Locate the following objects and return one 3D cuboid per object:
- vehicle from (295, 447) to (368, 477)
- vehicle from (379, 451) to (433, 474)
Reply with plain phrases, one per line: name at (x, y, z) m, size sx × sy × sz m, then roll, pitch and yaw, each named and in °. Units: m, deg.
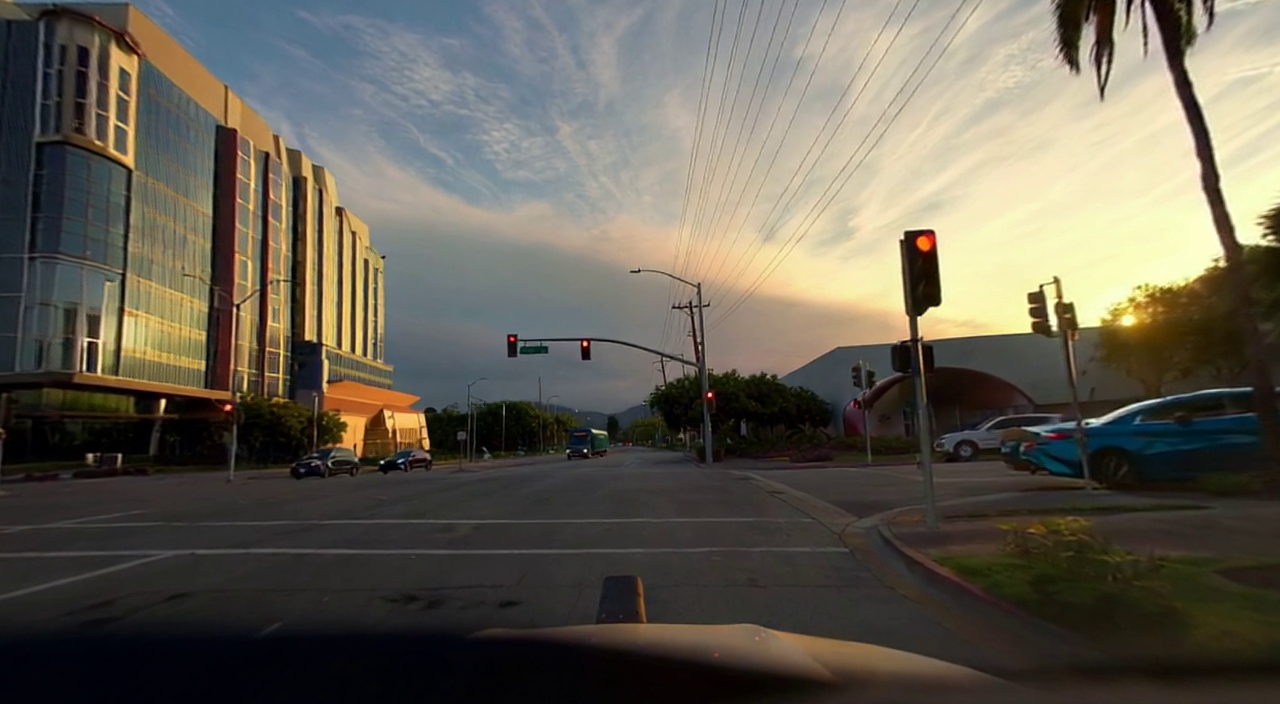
vehicle at (-19.047, 6.799, 39.124) m, size 2.017 × 1.739 × 4.569 m, roll 0°, pitch -9°, yaw 2°
vehicle at (-15.197, 7.146, 41.048) m, size 1.875 × 1.389 × 3.784 m, roll 0°, pitch -9°, yaw 3°
